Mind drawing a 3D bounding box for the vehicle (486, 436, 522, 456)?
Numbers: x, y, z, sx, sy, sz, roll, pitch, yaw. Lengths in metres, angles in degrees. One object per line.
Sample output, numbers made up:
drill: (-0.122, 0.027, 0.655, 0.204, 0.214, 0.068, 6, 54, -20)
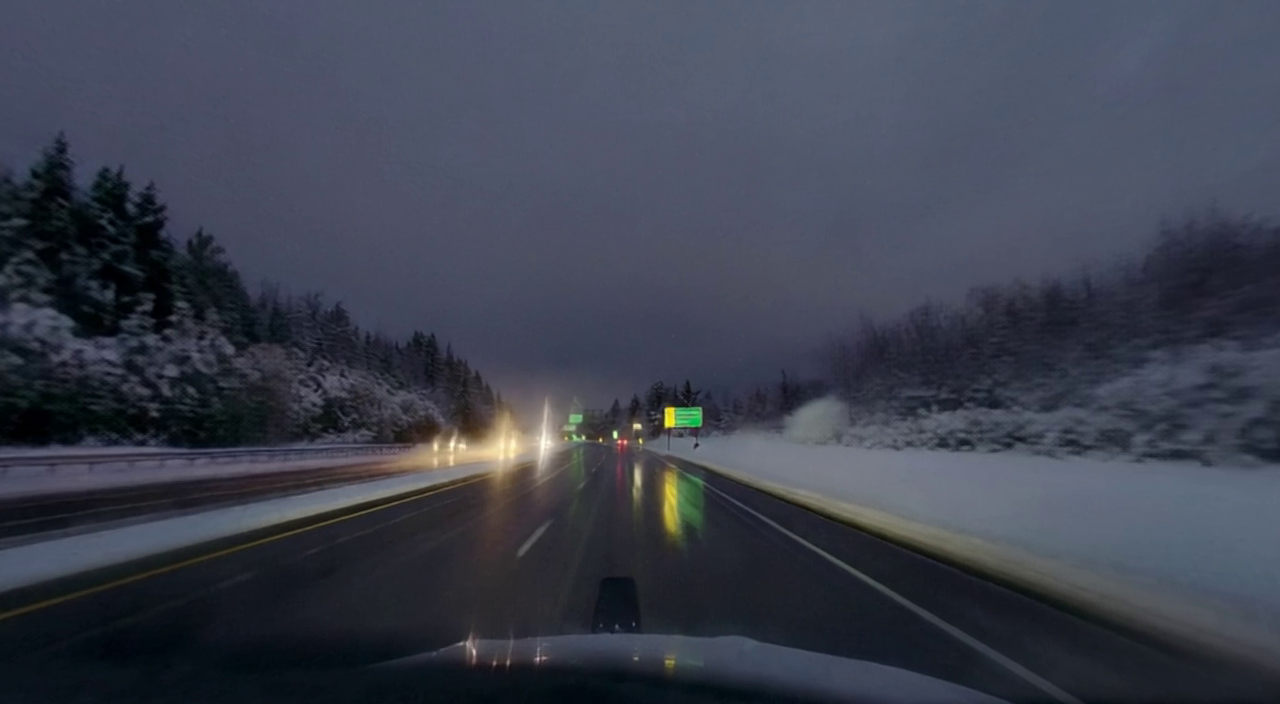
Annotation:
vehicle: (-10.404, 7.224, 48.585, 1.911, 1.465, 3.948, 0, -8, -1)

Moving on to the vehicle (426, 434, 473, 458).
vehicle: (-13.241, 6.497, 44.007, 1.971, 1.581, 4.317, 0, -8, -1)
